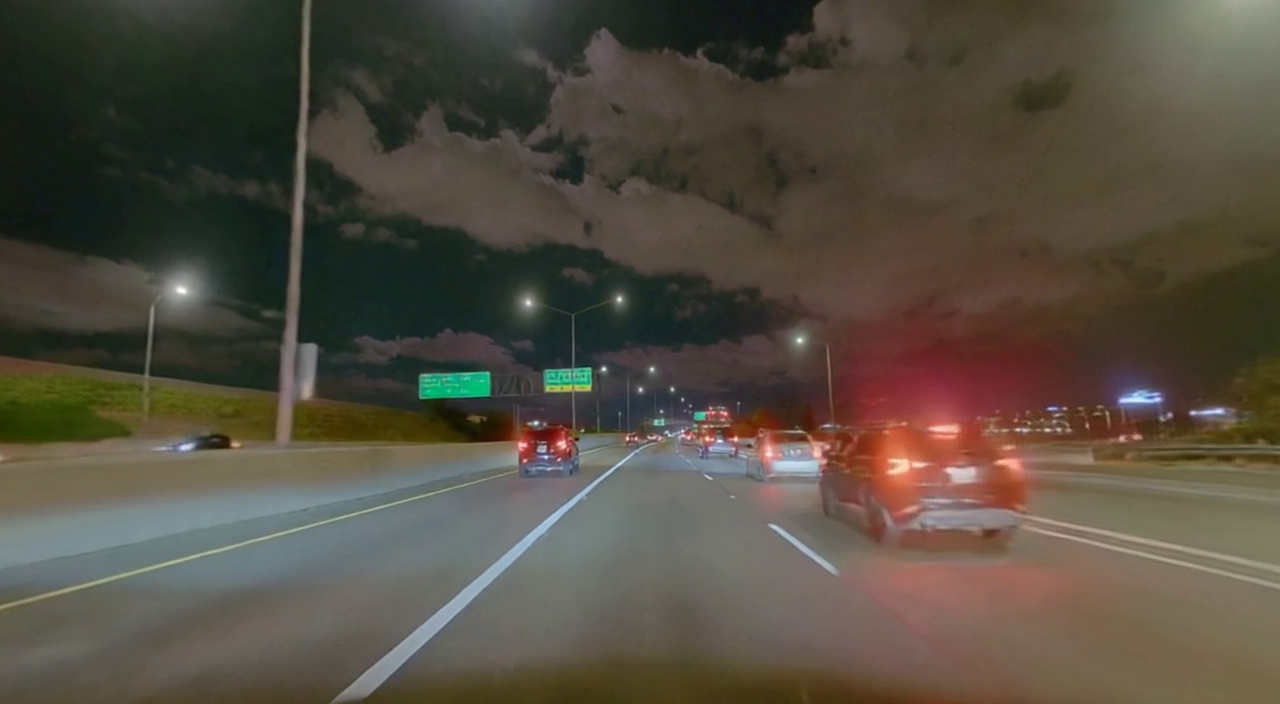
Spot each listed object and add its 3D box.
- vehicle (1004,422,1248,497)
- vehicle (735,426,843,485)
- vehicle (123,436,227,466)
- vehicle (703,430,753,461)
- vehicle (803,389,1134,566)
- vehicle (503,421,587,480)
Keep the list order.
[{"bbox_3d":[10.898,2.439,14.716,1.968,1.457,4.559,0,-8,-2],"label":"vehicle"},{"bbox_3d":[4.192,3.010,18.610,2.088,1.491,4.549,0,-8,0],"label":"vehicle"},{"bbox_3d":[-25.761,5.492,35.203,1.913,1.509,4.728,-1,-8,6],"label":"vehicle"},{"bbox_3d":[4.554,4.949,33.373,1.999,1.482,4.743,0,-8,0],"label":"vehicle"},{"bbox_3d":[3.786,1.542,8.440,1.991,1.715,4.455,0,-8,0],"label":"vehicle"},{"bbox_3d":[-2.989,3.219,20.796,2.006,1.741,4.277,-1,-8,2],"label":"vehicle"}]
